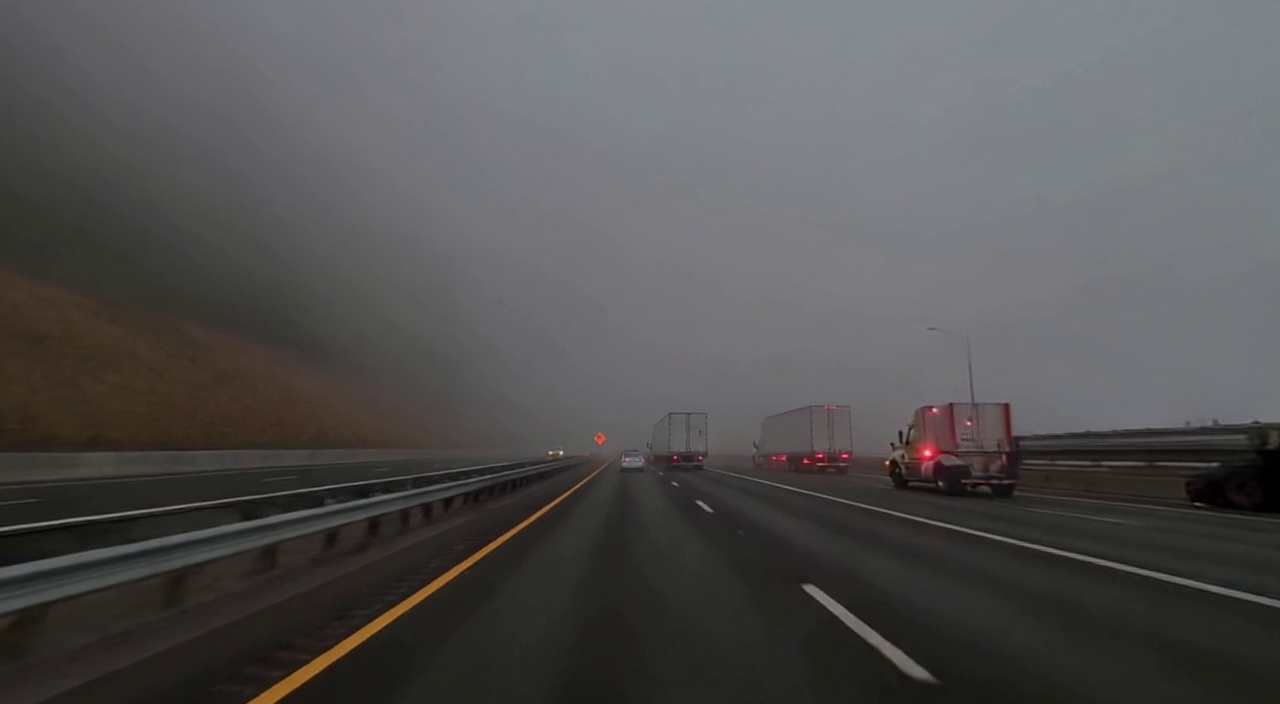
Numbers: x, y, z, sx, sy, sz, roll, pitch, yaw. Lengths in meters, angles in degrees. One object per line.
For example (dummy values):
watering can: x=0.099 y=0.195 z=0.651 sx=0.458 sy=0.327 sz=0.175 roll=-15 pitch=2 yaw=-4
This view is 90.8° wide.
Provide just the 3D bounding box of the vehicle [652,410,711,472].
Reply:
vehicle: x=2.768 y=6.873 z=47.836 sx=2.986 sy=3.916 sz=15.375 roll=0 pitch=-9 yaw=-2

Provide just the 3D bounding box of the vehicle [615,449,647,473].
vehicle: x=-0.602 y=6.950 z=40.380 sx=1.927 sy=1.437 sz=3.794 roll=0 pitch=-9 yaw=-2

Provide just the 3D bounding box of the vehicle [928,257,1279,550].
vehicle: x=10.607 y=1.408 z=13.299 sx=2.830 sy=4.100 sz=13.915 roll=0 pitch=-9 yaw=1

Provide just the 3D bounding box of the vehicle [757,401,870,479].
vehicle: x=10.510 y=5.770 z=40.551 sx=2.854 sy=4.112 sz=14.088 roll=0 pitch=-9 yaw=-2
